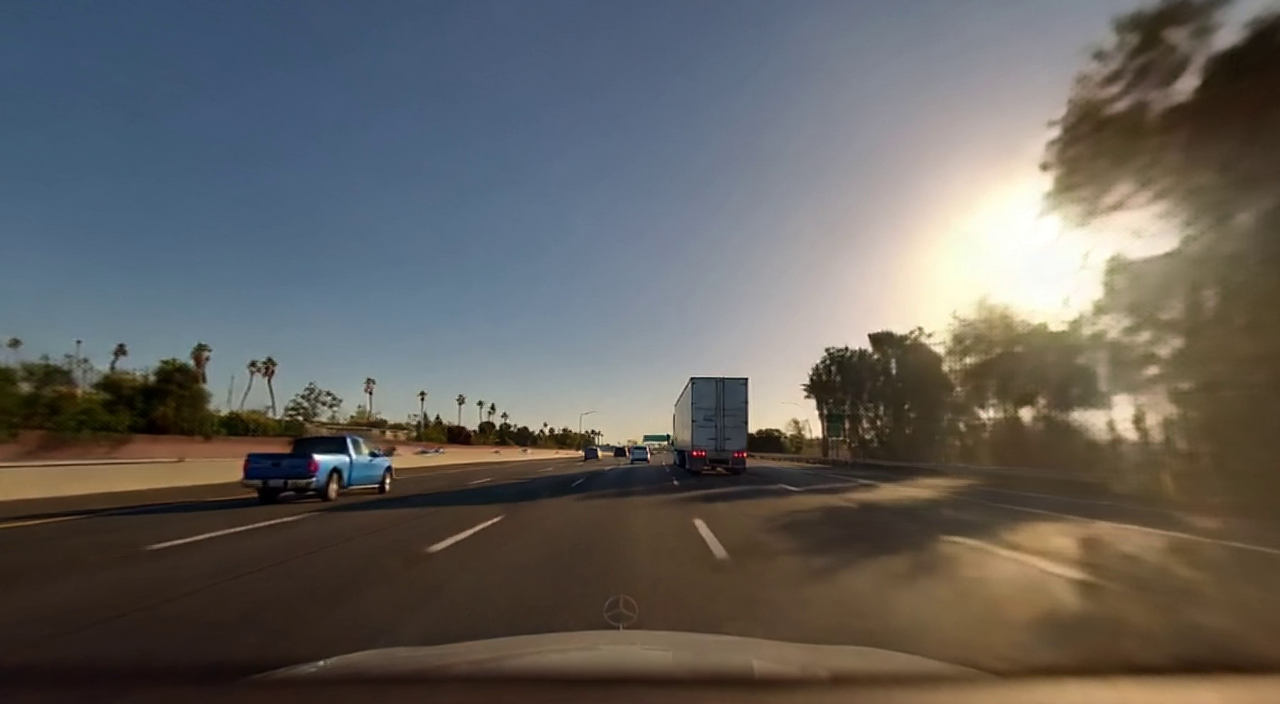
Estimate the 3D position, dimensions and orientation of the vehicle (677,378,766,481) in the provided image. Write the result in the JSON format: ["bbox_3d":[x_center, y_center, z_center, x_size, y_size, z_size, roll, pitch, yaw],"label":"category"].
[{"bbox_3d":[3.705,4.241,33.286,2.891,4.123,16.415,0,-8,1],"label":"vehicle"}]

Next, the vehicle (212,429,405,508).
[{"bbox_3d":[-8.254,2.942,16.407,2.264,1.728,4.940,0,-9,1],"label":"vehicle"}]
